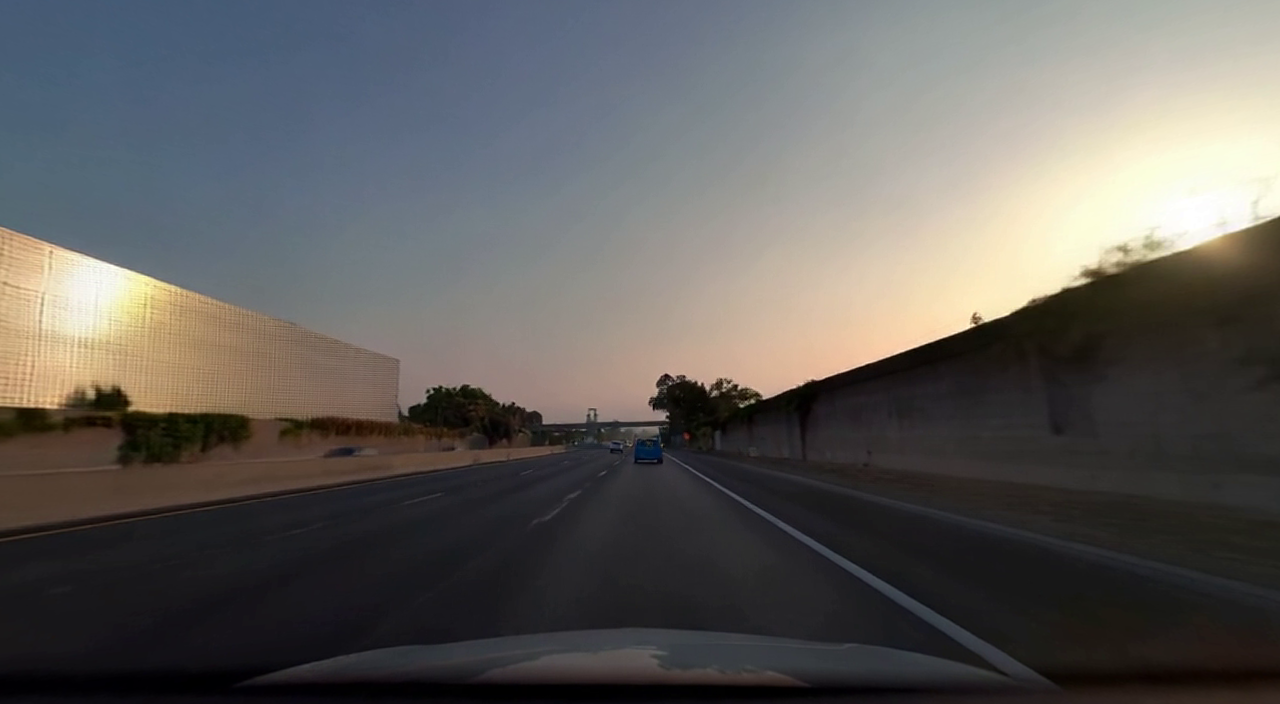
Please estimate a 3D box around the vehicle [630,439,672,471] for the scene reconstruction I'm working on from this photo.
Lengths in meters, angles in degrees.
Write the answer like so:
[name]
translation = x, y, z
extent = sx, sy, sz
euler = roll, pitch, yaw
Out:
[vehicle]
translation = 0.503, 5.091, 31.286
extent = 1.997, 1.484, 3.409
euler = 0, -8, 0
